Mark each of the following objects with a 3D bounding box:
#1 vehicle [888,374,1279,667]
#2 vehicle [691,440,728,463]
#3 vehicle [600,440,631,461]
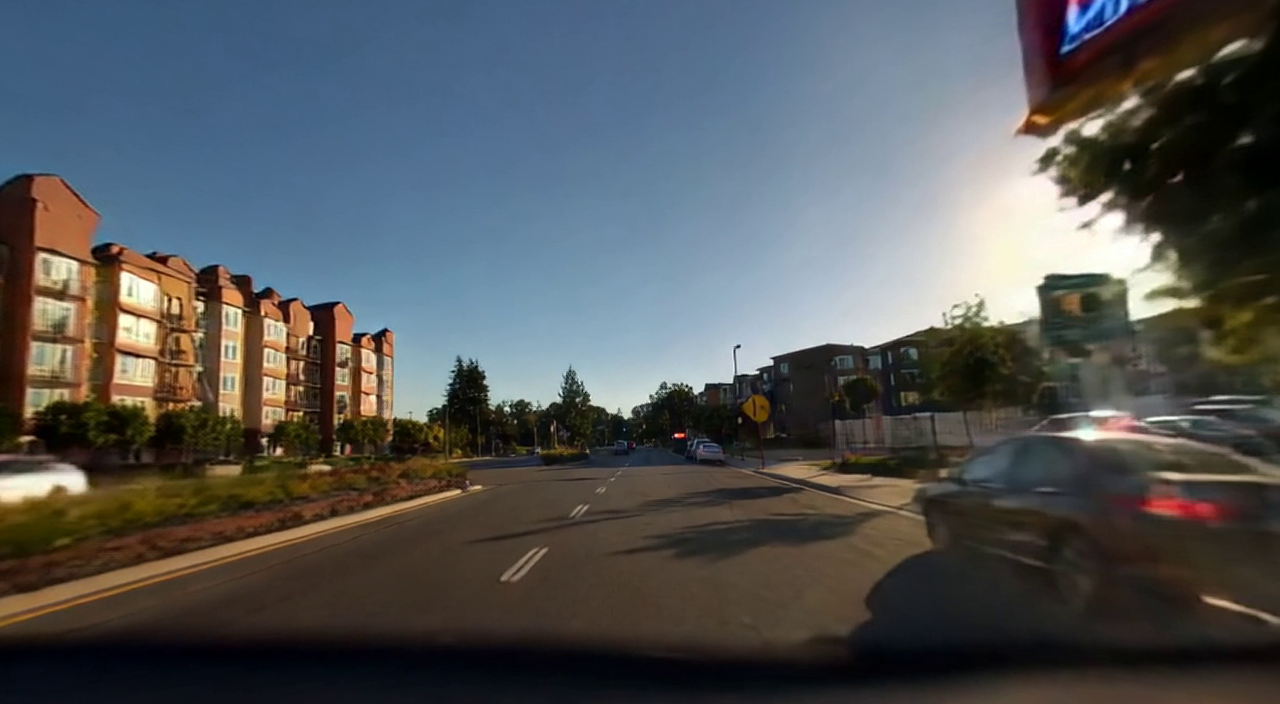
[{"bbox_3d":[4.353,1.334,6.151,2.067,1.755,4.616,0,-8,2],"label":"vehicle"},{"bbox_3d":[4.828,7.000,44.567,2.085,1.509,5.134,0,-8,1],"label":"vehicle"},{"bbox_3d":[-1.884,7.773,49.754,2.176,1.543,4.335,0,-8,2],"label":"vehicle"}]
